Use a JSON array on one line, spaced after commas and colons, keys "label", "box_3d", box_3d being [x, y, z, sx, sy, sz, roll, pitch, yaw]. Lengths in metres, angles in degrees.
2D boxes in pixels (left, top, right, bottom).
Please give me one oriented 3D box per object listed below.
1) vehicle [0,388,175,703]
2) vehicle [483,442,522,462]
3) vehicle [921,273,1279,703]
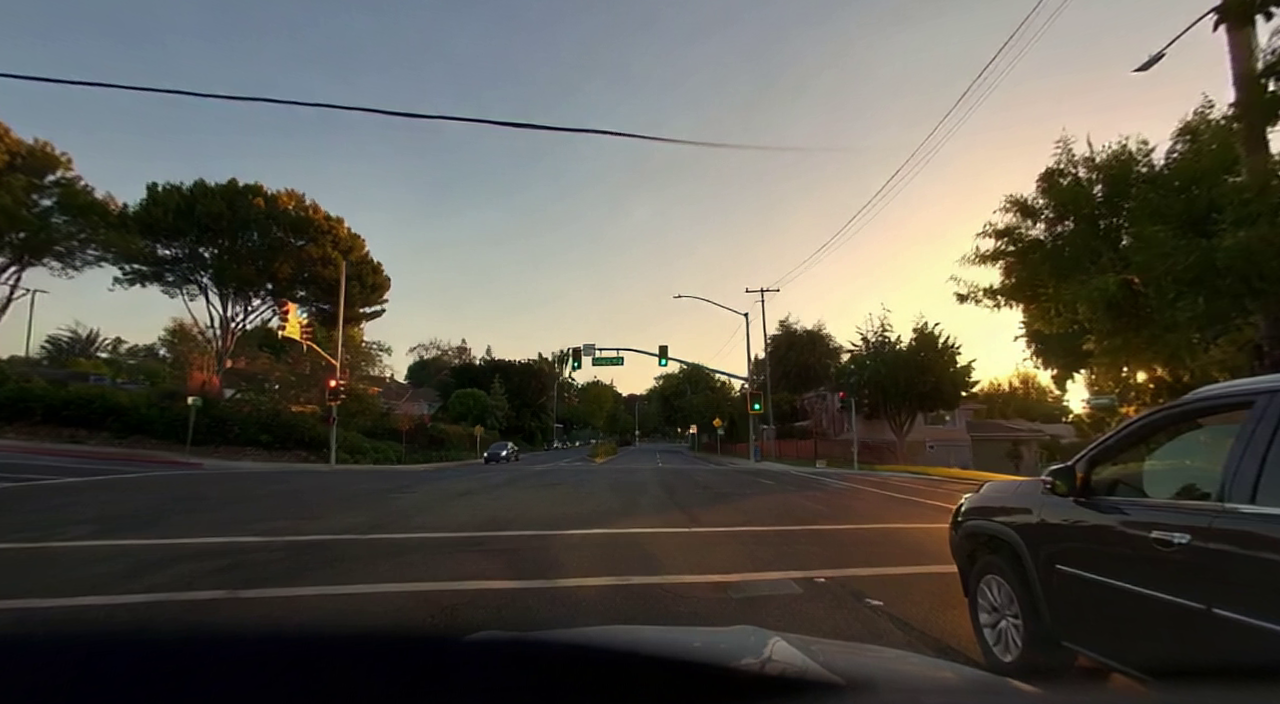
[{"label": "vehicle", "box_3d": [-3.183, 0.675, 0.654, 2.168, 1.518, 4.231, 0, -9, 0]}, {"label": "vehicle", "box_3d": [-10.490, 7.675, 48.509, 1.983, 1.482, 4.190, -1, -9, 2]}, {"label": "vehicle", "box_3d": [3.224, 0.691, 2.164, 2.256, 1.856, 4.840, 0, -9, 0]}]
